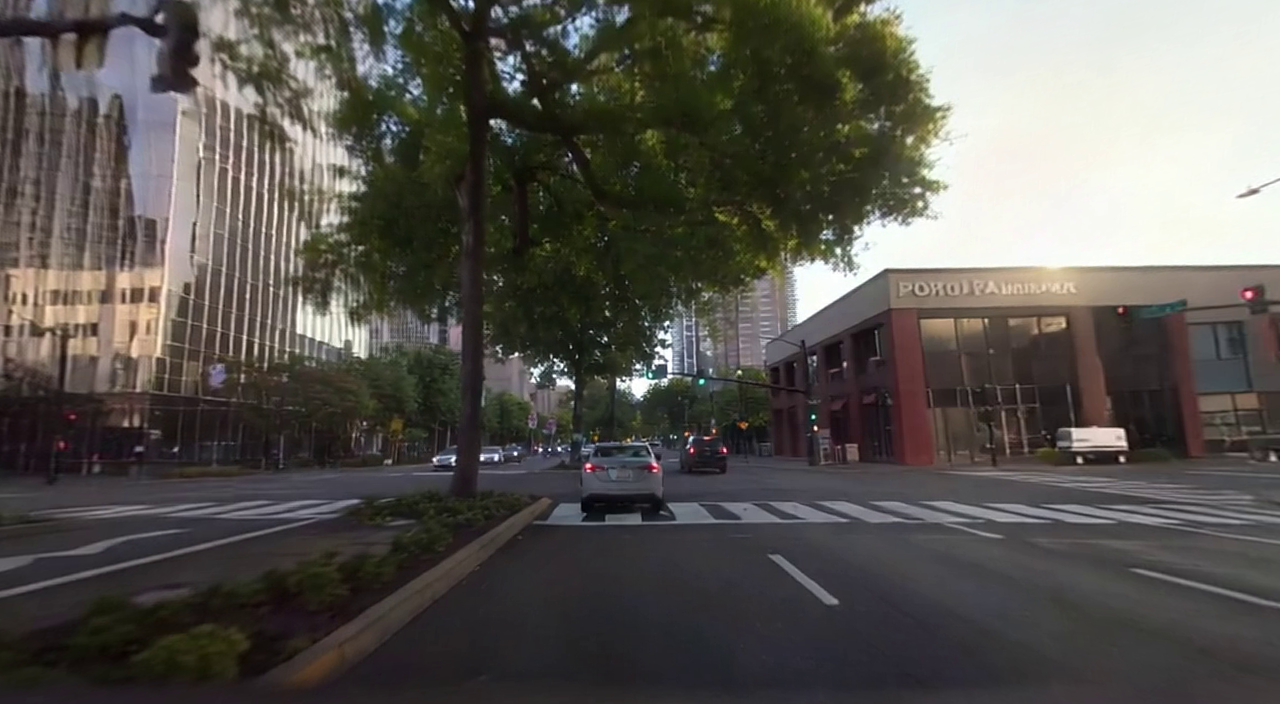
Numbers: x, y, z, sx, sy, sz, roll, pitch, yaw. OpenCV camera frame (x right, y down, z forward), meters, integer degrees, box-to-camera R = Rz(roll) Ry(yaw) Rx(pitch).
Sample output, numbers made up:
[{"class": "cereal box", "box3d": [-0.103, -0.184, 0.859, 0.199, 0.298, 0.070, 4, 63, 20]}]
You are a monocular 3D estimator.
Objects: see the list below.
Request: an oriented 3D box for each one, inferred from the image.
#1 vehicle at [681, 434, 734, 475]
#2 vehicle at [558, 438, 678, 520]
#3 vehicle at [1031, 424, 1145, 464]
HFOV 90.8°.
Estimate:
[{"class": "vehicle", "box3d": [3.202, 4.906, 30.601, 2.078, 1.799, 4.089, 1, -7, -1]}, {"class": "vehicle", "box3d": [-0.436, 2.565, 13.419, 2.144, 1.398, 3.963, 1, -7, -1]}, {"class": "vehicle", "box3d": [23.961, 4.957, 33.925, 4.384, 2.000, 2.345, 1, -8, -4]}]
